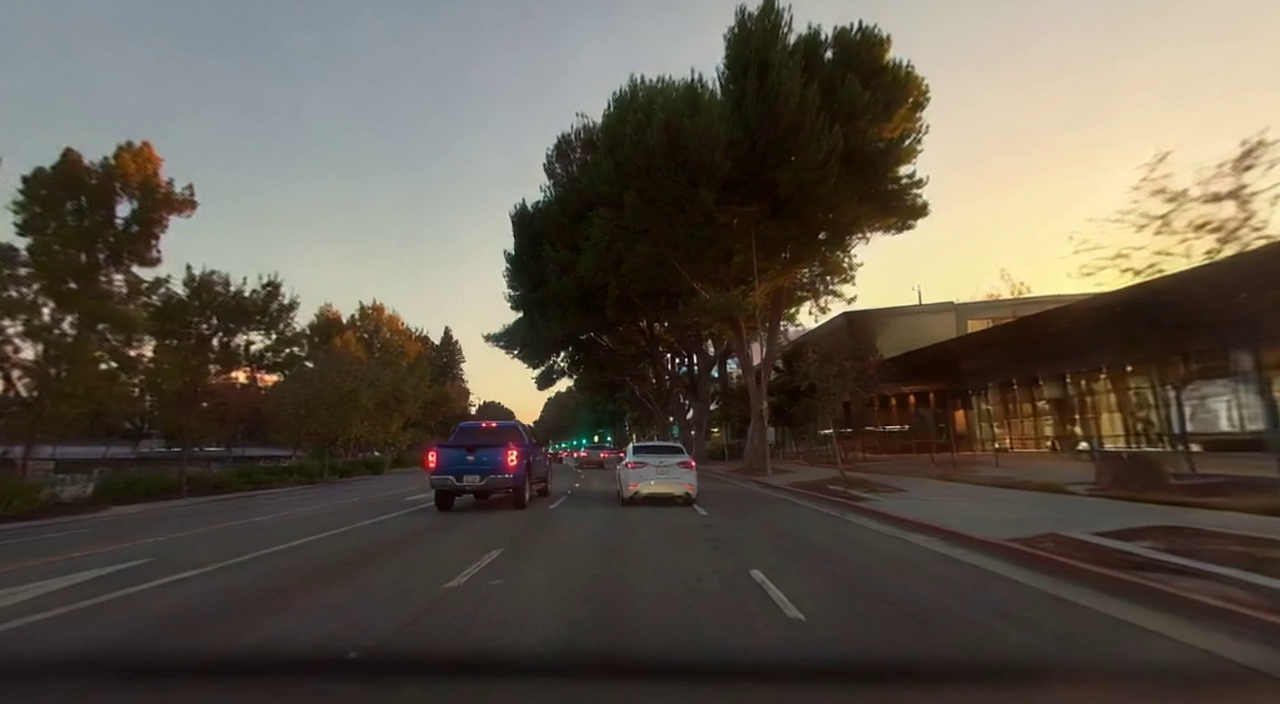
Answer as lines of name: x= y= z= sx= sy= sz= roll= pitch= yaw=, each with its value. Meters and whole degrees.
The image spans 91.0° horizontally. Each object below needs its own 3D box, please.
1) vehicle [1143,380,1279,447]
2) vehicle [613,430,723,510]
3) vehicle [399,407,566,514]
vehicle: x=22.926 y=2.349 z=23.466 sx=6.027 sy=2.377 sz=2.245 roll=-5 pitch=-10 yaw=27
vehicle: x=0.468 y=2.624 z=14.424 sx=2.142 sy=1.528 sz=4.133 roll=0 pitch=-9 yaw=-2
vehicle: x=-3.305 y=2.472 z=14.779 sx=2.512 sy=1.992 sz=5.725 roll=0 pitch=-9 yaw=-1
